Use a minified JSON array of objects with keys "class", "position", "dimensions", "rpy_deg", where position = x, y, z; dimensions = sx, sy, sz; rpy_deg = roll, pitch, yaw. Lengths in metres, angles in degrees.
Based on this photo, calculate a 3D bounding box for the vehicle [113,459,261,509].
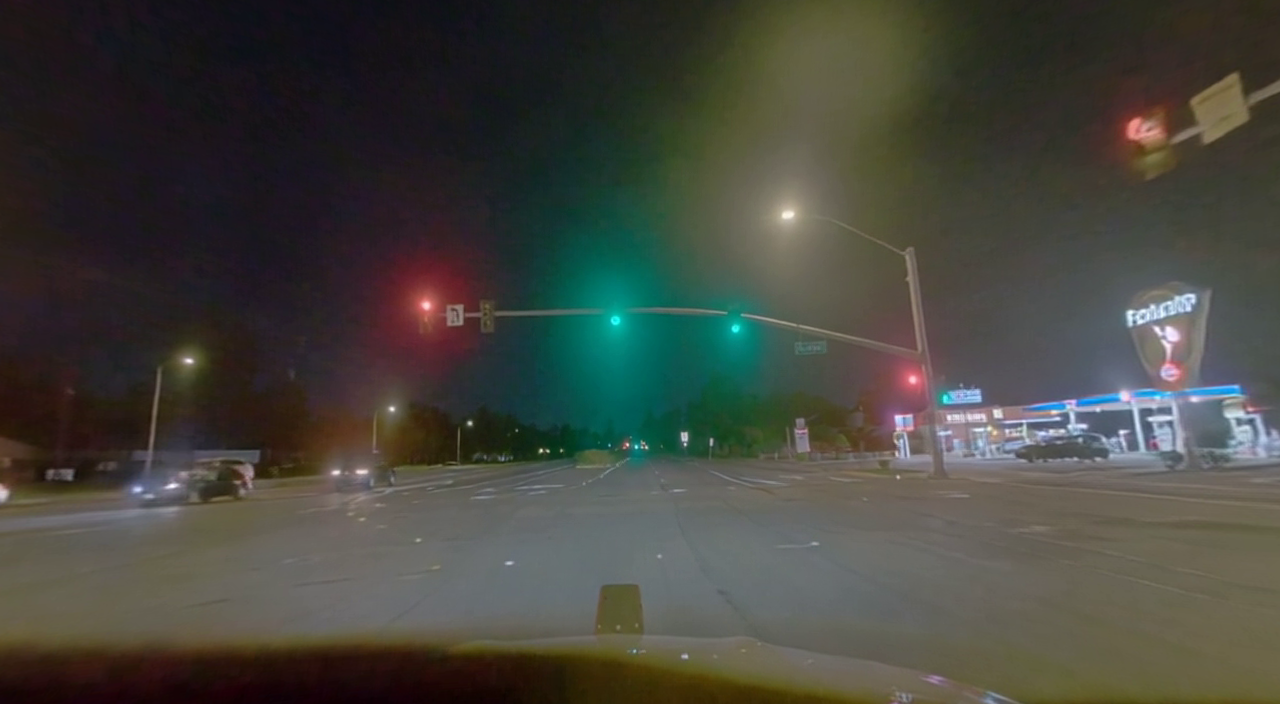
[{"class":"vehicle","position":[-15.337,4.463,21.758],"dimensions":[1.920,1.434,4.328],"rpy_deg":[0,-9,0]}]

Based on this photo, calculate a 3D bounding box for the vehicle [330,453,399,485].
[{"class":"vehicle","position":[-15.501,6.588,35.813],"dimensions":[2.053,1.598,4.336],"rpy_deg":[0,-9,-2]}]
